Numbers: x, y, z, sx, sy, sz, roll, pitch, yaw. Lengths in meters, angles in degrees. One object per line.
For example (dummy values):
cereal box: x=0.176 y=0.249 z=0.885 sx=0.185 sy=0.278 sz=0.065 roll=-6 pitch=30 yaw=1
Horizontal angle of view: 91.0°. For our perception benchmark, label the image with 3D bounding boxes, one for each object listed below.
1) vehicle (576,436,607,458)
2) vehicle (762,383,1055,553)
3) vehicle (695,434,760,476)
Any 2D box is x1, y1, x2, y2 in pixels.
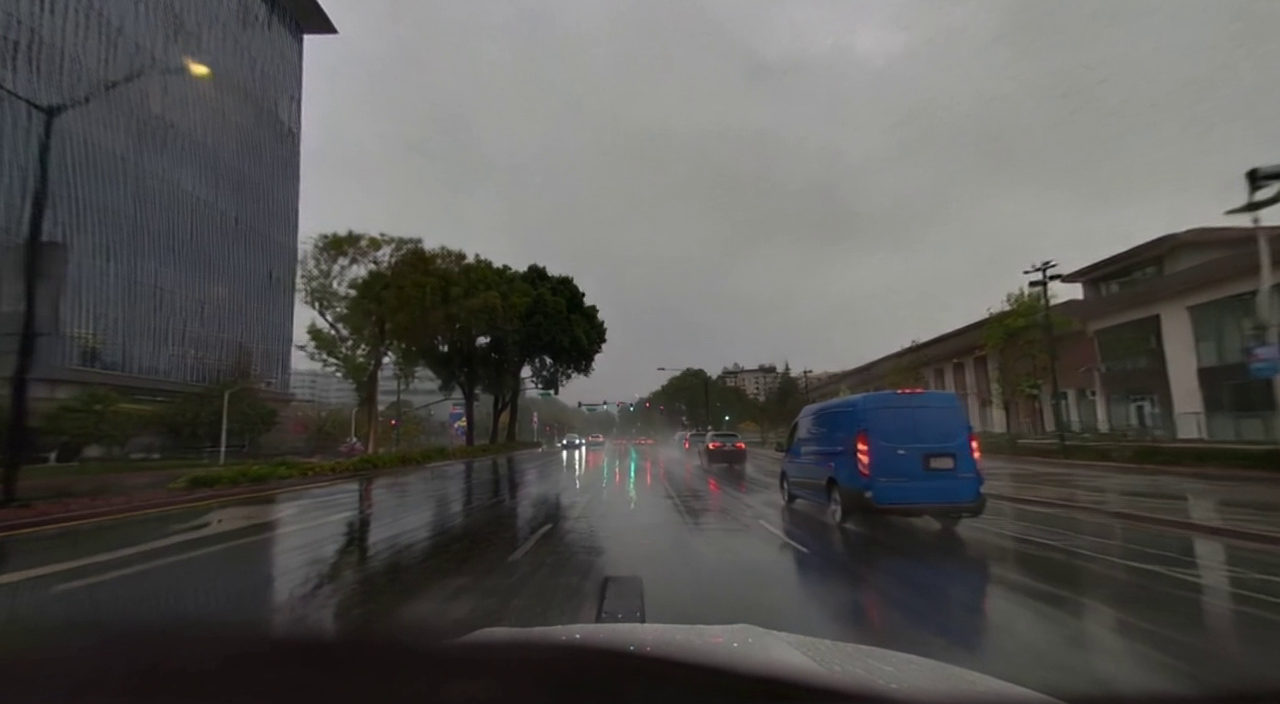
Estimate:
vehicle: x=-3.428 y=6.832 z=45.279 sx=1.864 sy=1.464 sz=4.195 roll=0 pitch=-8 yaw=1
vehicle: x=3.545 y=1.676 z=9.773 sx=2.200 sy=1.914 sz=5.145 roll=0 pitch=-8 yaw=-1
vehicle: x=3.344 y=4.028 z=24.940 sx=1.867 sy=1.493 sz=4.190 roll=0 pitch=-8 yaw=-1
